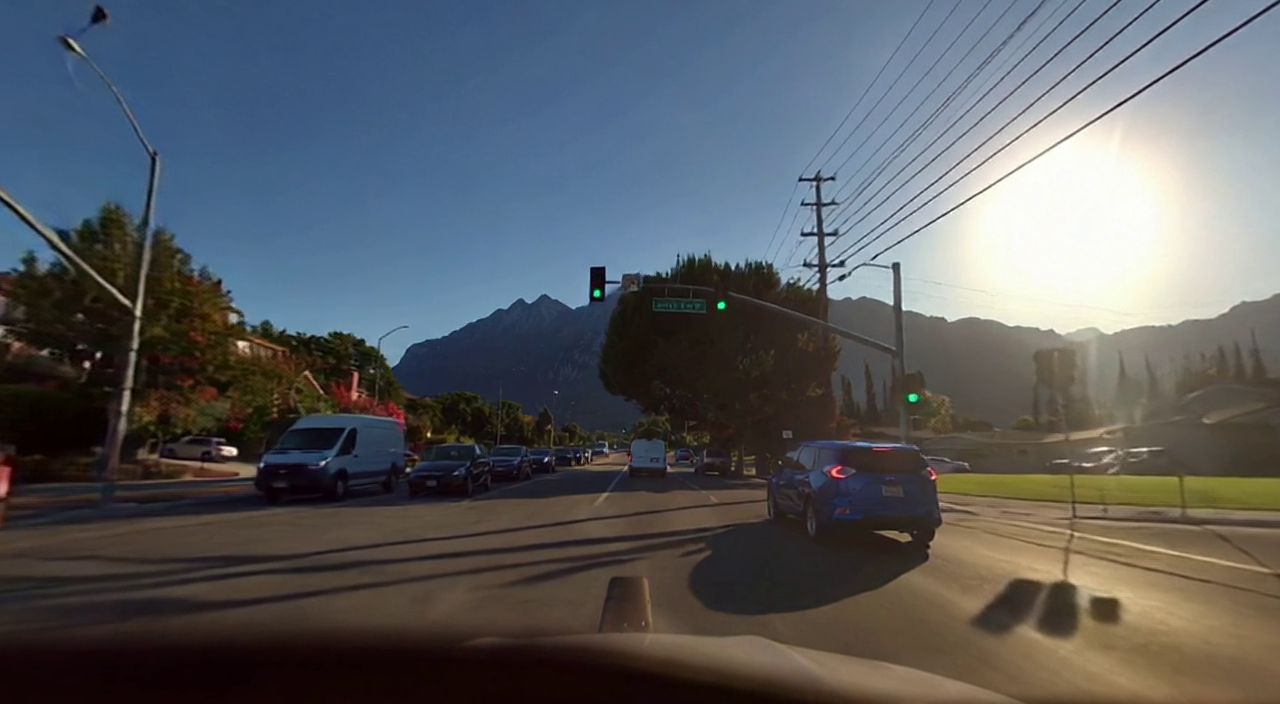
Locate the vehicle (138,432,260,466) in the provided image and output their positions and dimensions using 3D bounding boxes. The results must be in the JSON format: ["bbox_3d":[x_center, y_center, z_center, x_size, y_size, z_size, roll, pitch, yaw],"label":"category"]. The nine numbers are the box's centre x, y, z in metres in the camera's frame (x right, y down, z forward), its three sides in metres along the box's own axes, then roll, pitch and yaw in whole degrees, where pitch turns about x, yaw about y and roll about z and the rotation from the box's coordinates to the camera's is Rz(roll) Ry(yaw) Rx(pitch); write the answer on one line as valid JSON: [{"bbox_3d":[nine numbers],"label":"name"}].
[{"bbox_3d":[-27.402,6.042,39.354,5.789,2.068,2.368,0,-8,0],"label":"vehicle"}]

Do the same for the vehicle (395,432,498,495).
[{"bbox_3d":[-6.131,3.582,20.598,1.983,1.801,4.391,0,-8,0],"label":"vehicle"}]

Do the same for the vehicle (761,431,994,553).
[{"bbox_3d":[3.740,2.279,11.111,2.155,1.658,4.721,0,-8,-1],"label":"vehicle"}]

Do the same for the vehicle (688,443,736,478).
[{"bbox_3d":[3.682,5.632,33.005,1.957,1.646,4.355,0,-8,-1],"label":"vehicle"}]

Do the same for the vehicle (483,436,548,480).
[{"bbox_3d":[-5.808,5.023,30.119,1.993,1.884,5.481,0,-8,0],"label":"vehicle"}]

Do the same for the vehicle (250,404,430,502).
[{"bbox_3d":[-9.391,3.269,20.693,2.725,2.710,6.304,0,-8,0],"label":"vehicle"}]

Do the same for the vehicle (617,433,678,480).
[{"bbox_3d":[0.328,4.918,29.923,2.636,2.011,5.130,0,-8,0],"label":"vehicle"}]
